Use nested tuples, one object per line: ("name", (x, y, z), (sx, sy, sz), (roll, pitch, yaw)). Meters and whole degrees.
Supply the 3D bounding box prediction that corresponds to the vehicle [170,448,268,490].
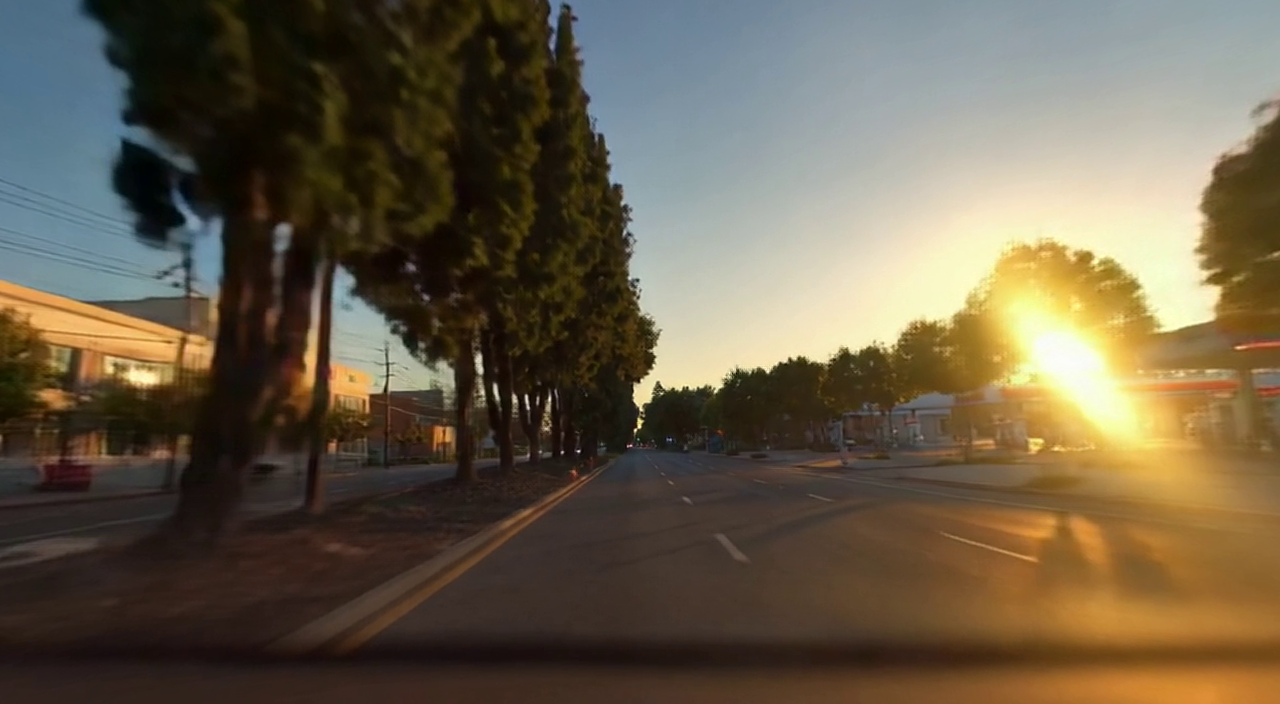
("vehicle", (-22.243, 6.150, 33.648), (2.076, 1.927, 4.749), (-2, -8, -2))
